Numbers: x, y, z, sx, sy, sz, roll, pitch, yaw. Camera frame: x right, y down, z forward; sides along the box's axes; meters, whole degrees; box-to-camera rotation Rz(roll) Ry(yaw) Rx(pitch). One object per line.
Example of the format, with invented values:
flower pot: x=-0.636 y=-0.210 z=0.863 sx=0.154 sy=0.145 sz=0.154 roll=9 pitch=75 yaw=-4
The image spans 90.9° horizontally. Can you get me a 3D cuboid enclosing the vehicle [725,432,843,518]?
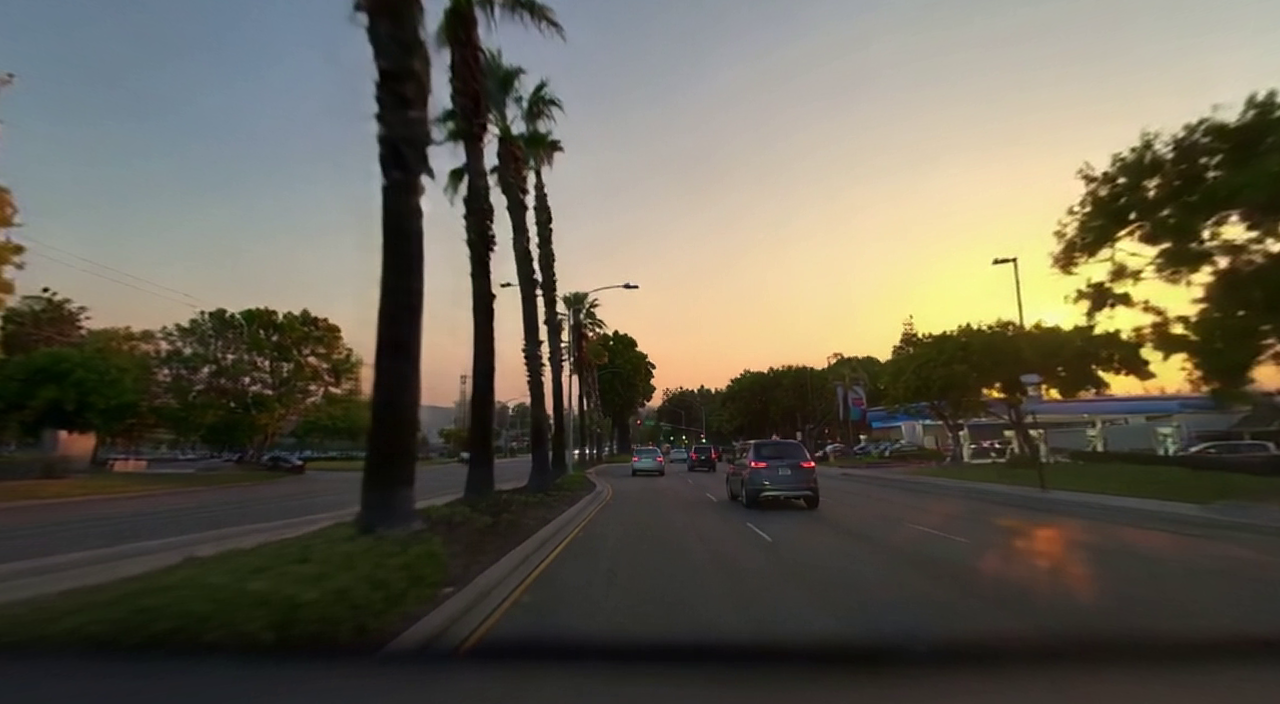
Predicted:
vehicle: x=3.267 y=2.844 z=15.089 sx=1.872 sy=1.752 sz=3.896 roll=0 pitch=-8 yaw=0

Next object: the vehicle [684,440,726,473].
vehicle: x=4.098 y=6.675 z=40.526 sx=2.154 sy=1.975 sz=4.634 roll=0 pitch=-8 yaw=-1

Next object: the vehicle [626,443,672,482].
vehicle: x=0.400 y=5.120 z=29.502 sx=1.991 sy=1.664 sz=3.814 roll=0 pitch=-8 yaw=0

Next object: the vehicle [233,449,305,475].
vehicle: x=-25.226 y=7.452 z=42.945 sx=3.782 sy=1.699 sz=1.867 roll=8 pitch=-12 yaw=-43
